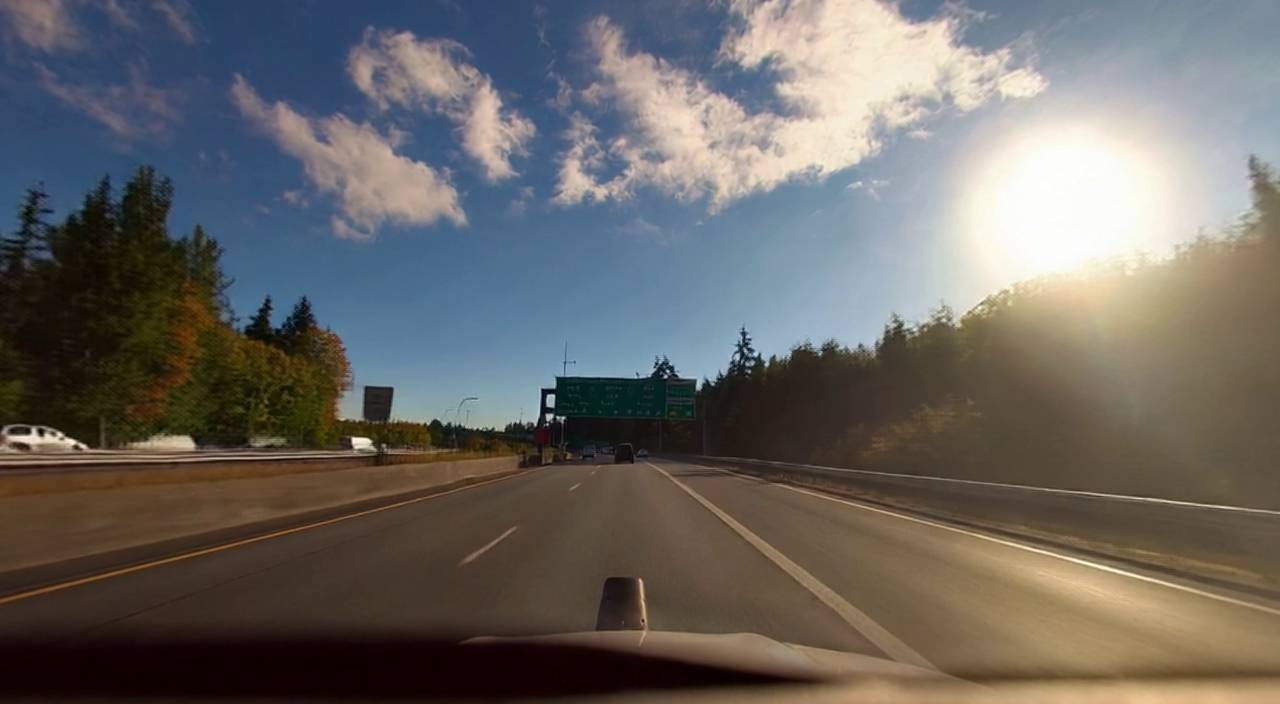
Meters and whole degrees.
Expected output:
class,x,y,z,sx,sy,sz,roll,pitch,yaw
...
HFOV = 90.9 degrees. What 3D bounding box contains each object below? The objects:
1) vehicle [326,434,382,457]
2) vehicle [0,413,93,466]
class,x,y,z,sx,sy,sz,roll,pitch,yaw
vehicle,-19.708,6.478,43.558,1.901,1.465,4.173,0,-9,0
vehicle,-19.181,2.669,19.114,1.879,1.492,3.607,0,-9,-1
